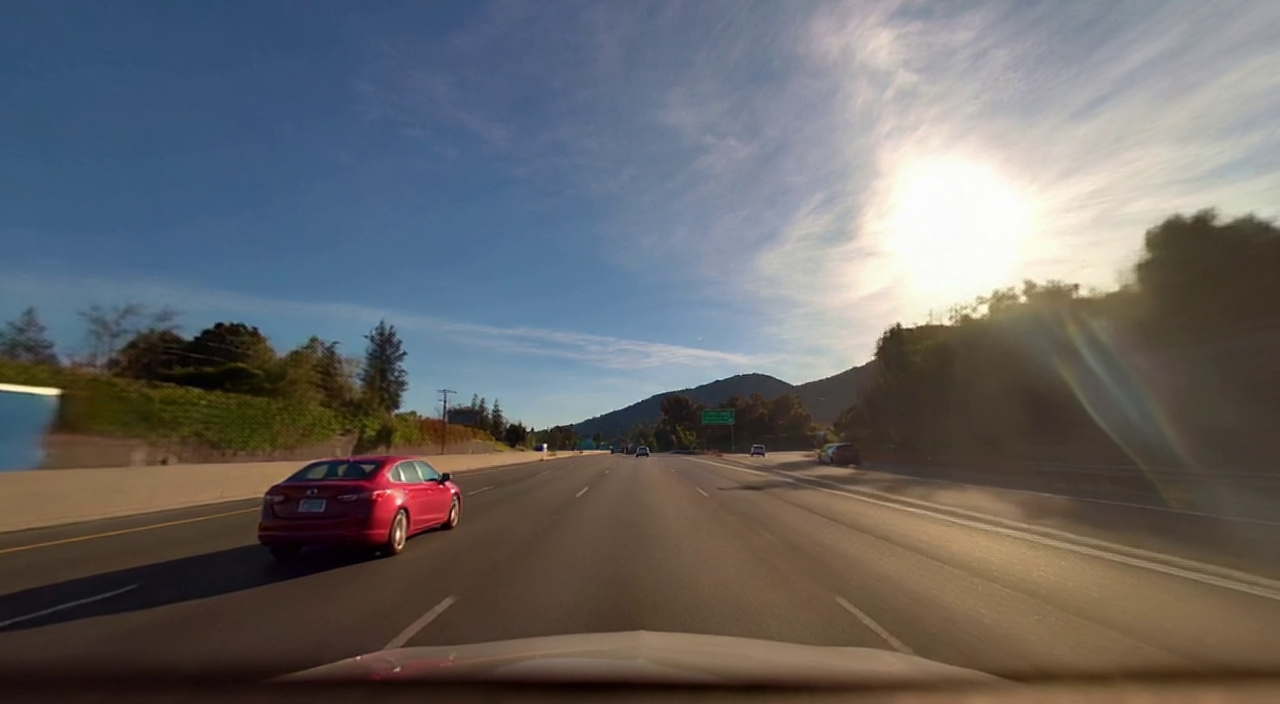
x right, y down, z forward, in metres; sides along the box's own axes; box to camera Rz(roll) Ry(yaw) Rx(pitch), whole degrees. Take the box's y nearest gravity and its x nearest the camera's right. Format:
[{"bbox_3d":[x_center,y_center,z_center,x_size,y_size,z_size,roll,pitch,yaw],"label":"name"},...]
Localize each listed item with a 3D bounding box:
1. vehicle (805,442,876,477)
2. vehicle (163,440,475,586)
[{"bbox_3d":[9.247,5.008,29.546,1.884,1.485,4.600,-1,-9,1],"label":"vehicle"},{"bbox_3d":[-3.836,1.976,8.688,1.873,1.438,4.546,-1,-9,1],"label":"vehicle"}]
